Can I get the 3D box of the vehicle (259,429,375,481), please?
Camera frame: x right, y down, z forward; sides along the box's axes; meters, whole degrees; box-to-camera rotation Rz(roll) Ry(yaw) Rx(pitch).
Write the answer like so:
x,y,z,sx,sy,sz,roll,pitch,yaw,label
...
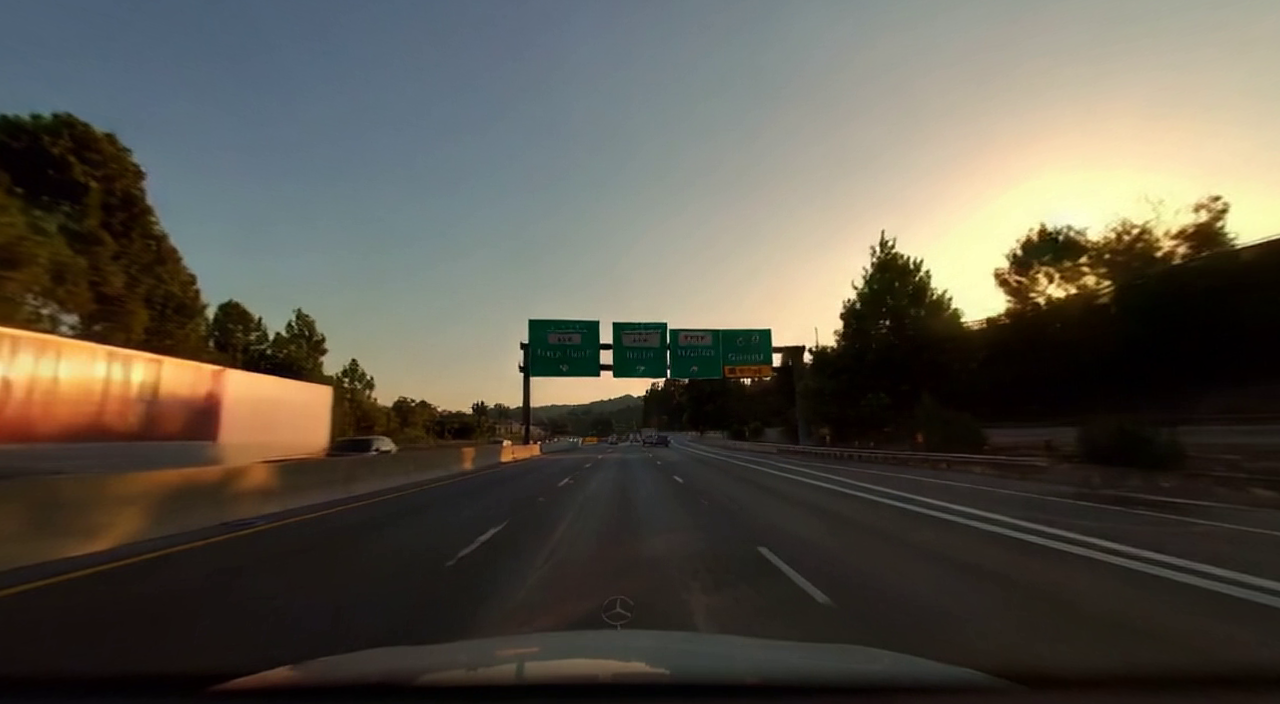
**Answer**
x,y,z,sx,sy,sz,roll,pitch,yaw,label
-12.489,3.982,24.734,2.065,1.794,4.794,0,-8,-1,vehicle
